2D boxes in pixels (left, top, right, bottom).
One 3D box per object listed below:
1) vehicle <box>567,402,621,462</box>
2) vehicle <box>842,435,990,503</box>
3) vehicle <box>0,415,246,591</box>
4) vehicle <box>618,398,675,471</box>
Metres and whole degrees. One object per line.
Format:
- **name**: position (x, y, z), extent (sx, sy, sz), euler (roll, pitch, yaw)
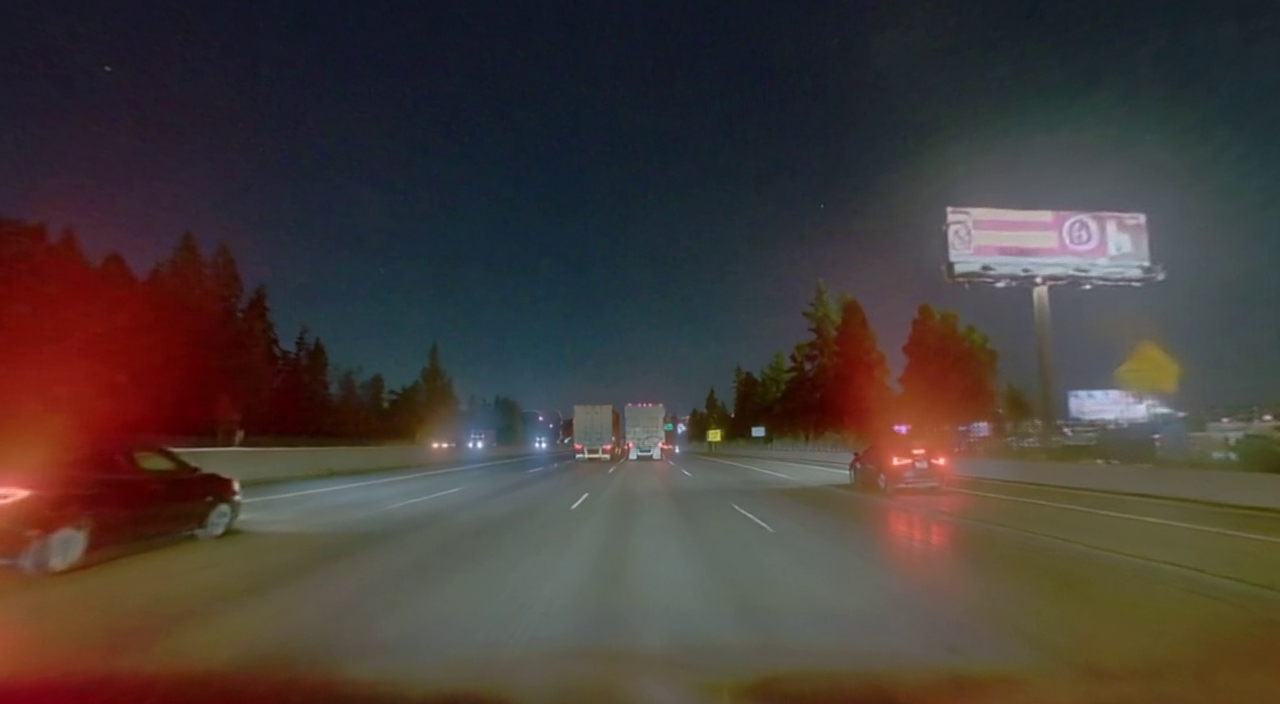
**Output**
- **vehicle**: position (-3.230, 6.064, 47.439), extent (2.962, 3.947, 11.574), euler (0, -8, 1)
- **vehicle**: position (7.181, 3.045, 17.024), extent (1.969, 1.560, 4.394), euler (0, -8, -1)
- **vehicle**: position (-6.664, 1.470, 6.621), extent (1.992, 1.547, 4.673), euler (0, -8, 0)
- **vehicle**: position (0.311, 4.997, 39.905), extent (3.054, 3.944, 11.230), euler (0, -5, 0)
